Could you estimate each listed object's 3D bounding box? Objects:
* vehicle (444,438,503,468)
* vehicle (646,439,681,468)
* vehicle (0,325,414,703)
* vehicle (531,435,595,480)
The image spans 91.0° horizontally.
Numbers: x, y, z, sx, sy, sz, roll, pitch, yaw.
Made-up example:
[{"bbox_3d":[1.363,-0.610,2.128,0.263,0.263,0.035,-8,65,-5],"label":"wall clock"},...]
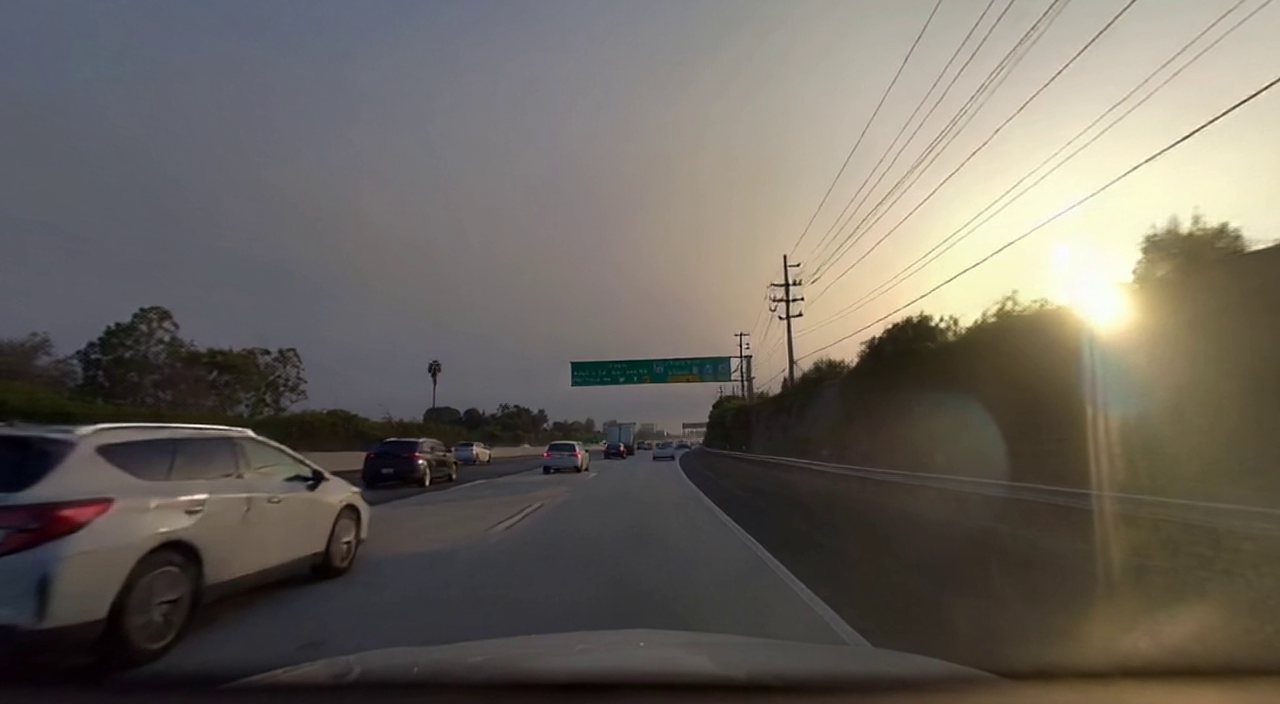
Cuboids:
[{"bbox_3d":[-10.095,6.195,38.710,2.097,1.722,4.981,0,-9,2],"label":"vehicle"},{"bbox_3d":[1.479,6.137,38.214,2.038,1.677,4.219,-1,-9,4],"label":"vehicle"},{"bbox_3d":[-3.579,1.079,4.237,2.202,1.801,4.959,0,-9,1],"label":"vehicle"},{"bbox_3d":[-3.056,4.301,25.916,1.976,1.688,4.124,0,-9,2],"label":"vehicle"}]
